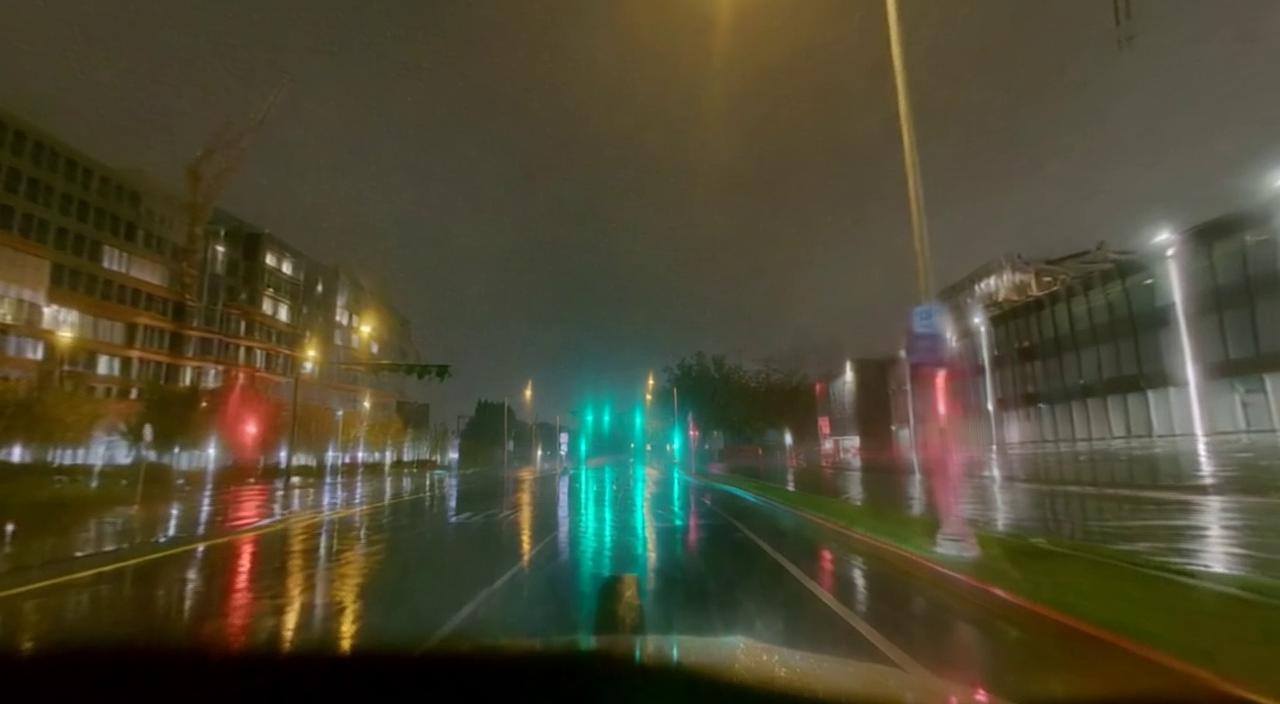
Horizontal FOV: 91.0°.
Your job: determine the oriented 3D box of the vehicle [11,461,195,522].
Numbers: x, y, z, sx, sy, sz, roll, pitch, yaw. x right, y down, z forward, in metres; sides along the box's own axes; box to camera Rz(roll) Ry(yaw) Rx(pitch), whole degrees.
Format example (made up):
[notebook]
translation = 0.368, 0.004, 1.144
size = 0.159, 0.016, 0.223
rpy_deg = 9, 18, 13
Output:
[vehicle]
translation = -16.957, 4.380, 20.273
size = 1.921, 1.541, 4.541
rpy_deg = -1, -8, 0
